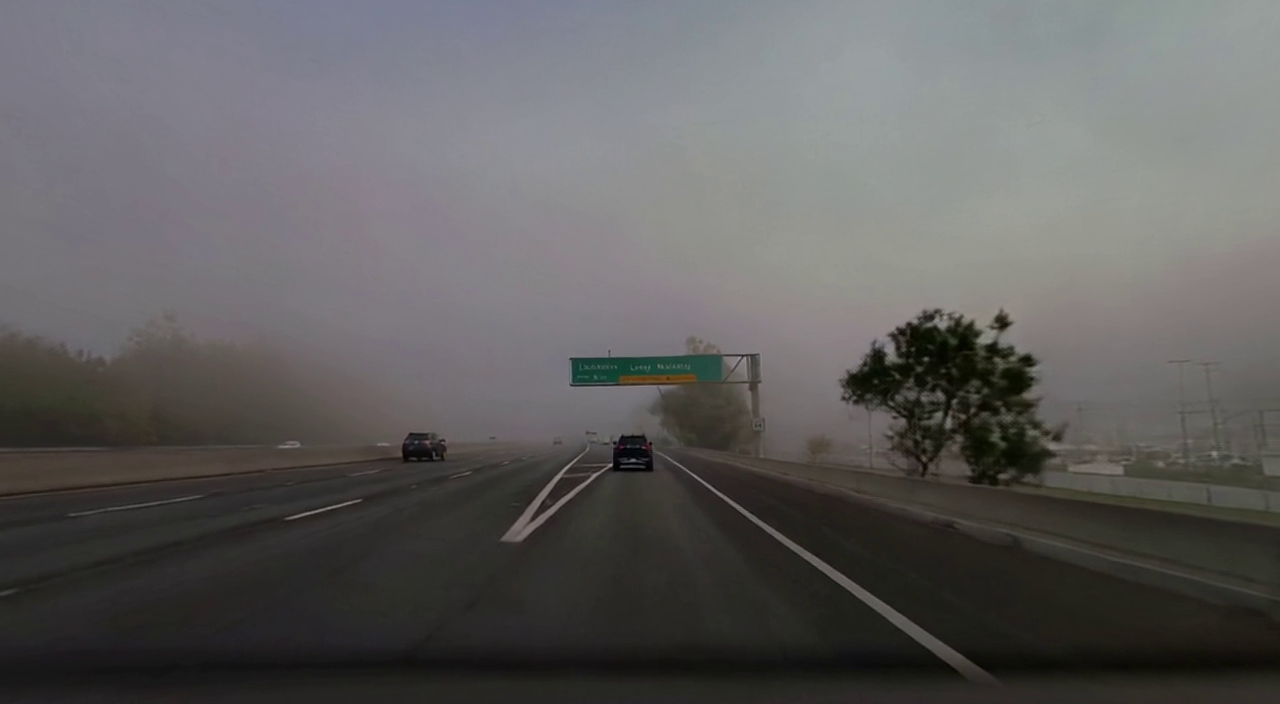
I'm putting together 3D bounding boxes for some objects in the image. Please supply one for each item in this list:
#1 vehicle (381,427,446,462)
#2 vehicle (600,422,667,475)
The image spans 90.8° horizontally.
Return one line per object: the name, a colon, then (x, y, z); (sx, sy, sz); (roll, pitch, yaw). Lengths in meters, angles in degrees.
vehicle: (-13.540, 5.587, 38.164); (2.289, 1.955, 5.147); (1, -9, -4)
vehicle: (-0.266, 4.009, 26.416); (2.497, 1.957, 5.432); (0, -8, -1)
